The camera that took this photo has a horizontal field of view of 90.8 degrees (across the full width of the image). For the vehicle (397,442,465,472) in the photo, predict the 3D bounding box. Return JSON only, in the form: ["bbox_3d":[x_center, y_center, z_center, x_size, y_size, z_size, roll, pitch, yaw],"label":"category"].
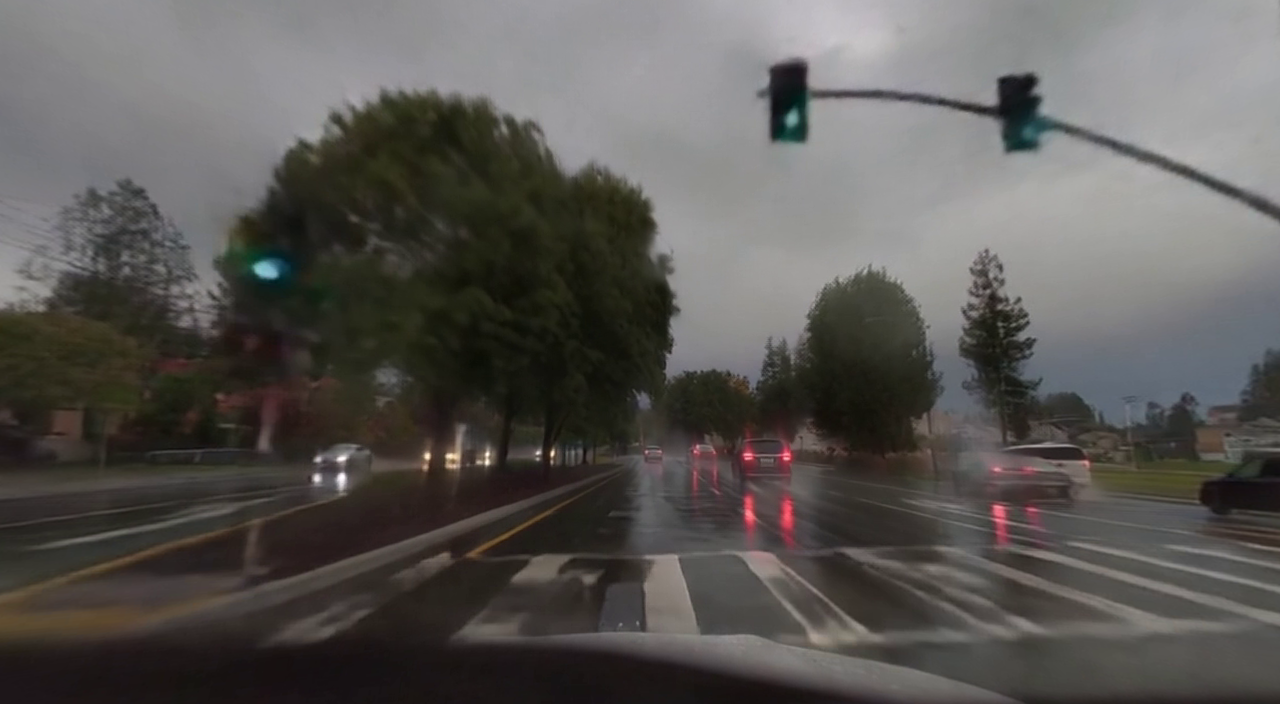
[{"bbox_3d":[-11.377,5.735,34.735,2.046,1.485,4.591,0,-8,2],"label":"vehicle"}]

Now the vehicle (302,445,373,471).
[{"bbox_3d":[-18.318,6.414,38.529,1.865,1.499,4.789,0,-8,2],"label":"vehicle"}]

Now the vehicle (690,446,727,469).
[{"bbox_3d":[4.538,7.063,42.550,2.064,1.474,4.389,0,-8,1],"label":"vehicle"}]

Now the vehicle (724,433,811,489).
[{"bbox_3d":[4.530,3.955,23.269,2.209,1.813,4.724,0,-8,0],"label":"vehicle"}]

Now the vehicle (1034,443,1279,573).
[{"bbox_3d":[8.257,2.127,9.489,1.949,1.492,4.103,0,-8,-1],"label":"vehicle"}]

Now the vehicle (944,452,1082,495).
[{"bbox_3d":[14.699,4.771,25.322,2.040,1.472,4.846,2,-8,-10],"label":"vehicle"}]
